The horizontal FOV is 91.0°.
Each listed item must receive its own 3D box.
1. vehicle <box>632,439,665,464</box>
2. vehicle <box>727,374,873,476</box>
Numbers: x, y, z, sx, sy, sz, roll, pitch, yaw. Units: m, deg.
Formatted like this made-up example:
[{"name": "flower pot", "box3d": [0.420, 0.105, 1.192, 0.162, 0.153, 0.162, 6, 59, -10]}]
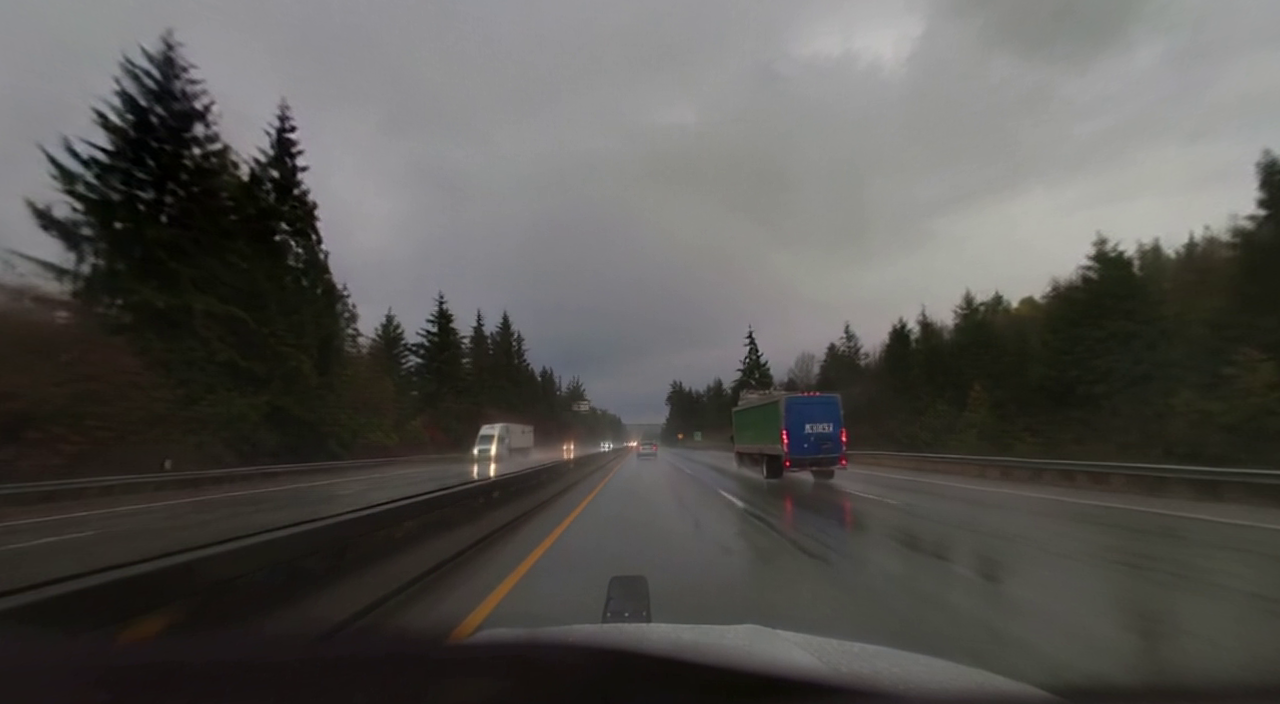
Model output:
[{"name": "vehicle", "box3d": [0.619, 6.780, 42.848, 2.121, 1.590, 4.434, 0, -8, 1]}, {"name": "vehicle", "box3d": [7.722, 4.214, 34.316, 3.479, 4.156, 17.231, 0, -8, 0]}]
